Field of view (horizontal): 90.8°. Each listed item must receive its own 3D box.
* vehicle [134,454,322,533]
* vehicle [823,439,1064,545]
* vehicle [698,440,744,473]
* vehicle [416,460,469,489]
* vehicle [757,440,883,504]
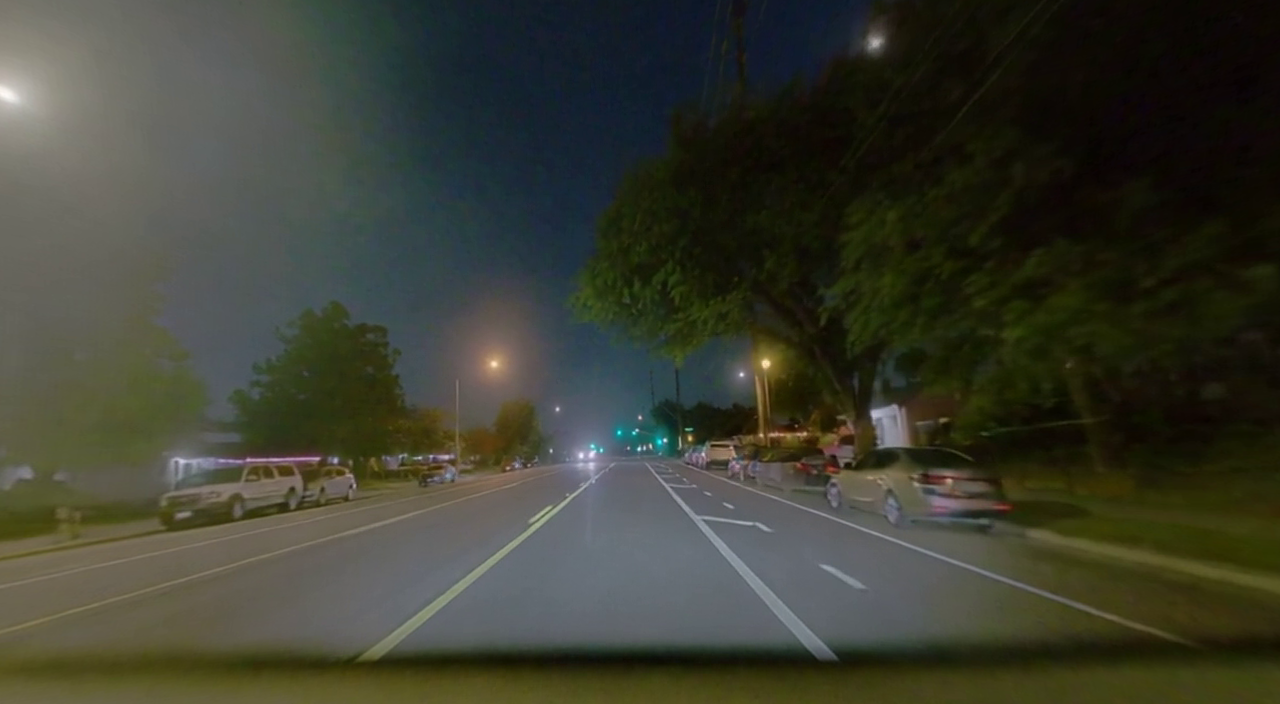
[{"bbox_3d":[-12.306,4.230,19.534,2.156,1.935,5.464,-3,-10,0],"label":"vehicle"},{"bbox_3d":[4.908,2.308,11.124,1.923,1.454,4.460,0,-9,-2],"label":"vehicle"},{"bbox_3d":[4.507,5.902,35.809,1.919,1.698,4.747,0,-9,-1],"label":"vehicle"},{"bbox_3d":[-12.705,7.884,40.868,1.972,1.475,4.503,-5,-9,-1],"label":"vehicle"},{"bbox_3d":[4.794,3.283,17.739,1.933,1.511,5.086,0,-9,-2],"label":"vehicle"}]
